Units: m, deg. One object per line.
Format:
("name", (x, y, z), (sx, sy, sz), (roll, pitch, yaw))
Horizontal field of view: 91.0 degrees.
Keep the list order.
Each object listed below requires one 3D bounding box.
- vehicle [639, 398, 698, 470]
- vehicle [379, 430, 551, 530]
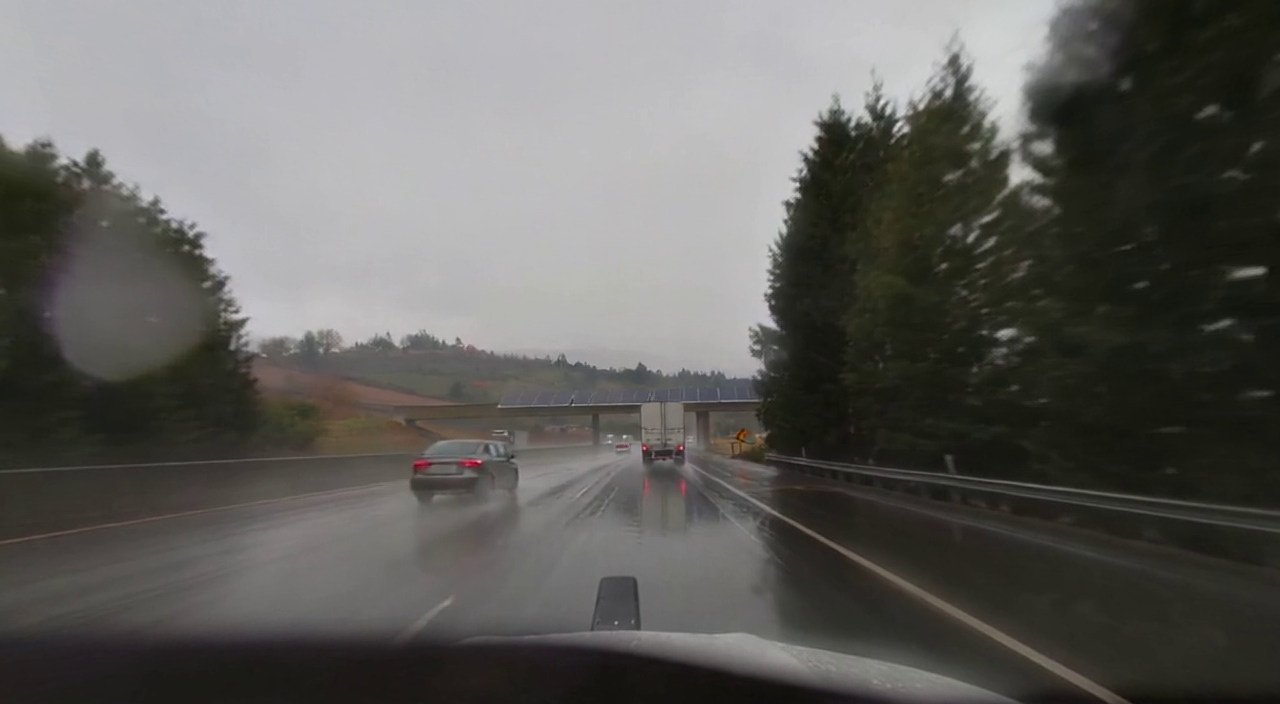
("vehicle", (1.541, 4.895, 37.152), (2.967, 3.633, 10.015), (-1, -8, 1))
("vehicle", (-3.117, 2.358, 12.262), (2.066, 1.581, 4.268), (0, -8, 1))
